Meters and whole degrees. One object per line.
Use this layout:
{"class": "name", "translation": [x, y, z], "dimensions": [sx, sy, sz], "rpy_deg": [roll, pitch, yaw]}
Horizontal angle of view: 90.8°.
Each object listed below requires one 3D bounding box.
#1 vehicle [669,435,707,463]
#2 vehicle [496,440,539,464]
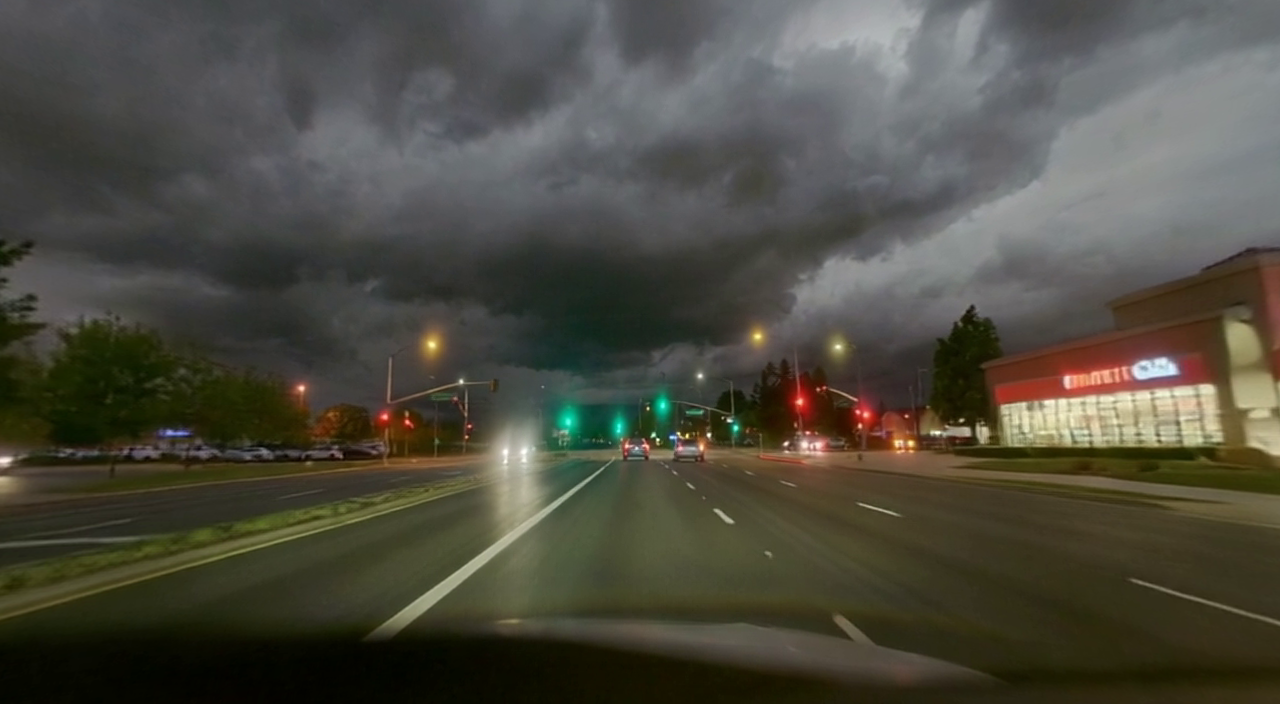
{"class": "vehicle", "translation": [3.156, 6.457, 42.150], "dimensions": [2.103, 1.726, 4.385], "rpy_deg": [0, -9, -1]}
{"class": "vehicle", "translation": [-8.285, 6.816, 43.100], "dimensions": [1.969, 1.526, 4.261], "rpy_deg": [0, -9, 1]}
